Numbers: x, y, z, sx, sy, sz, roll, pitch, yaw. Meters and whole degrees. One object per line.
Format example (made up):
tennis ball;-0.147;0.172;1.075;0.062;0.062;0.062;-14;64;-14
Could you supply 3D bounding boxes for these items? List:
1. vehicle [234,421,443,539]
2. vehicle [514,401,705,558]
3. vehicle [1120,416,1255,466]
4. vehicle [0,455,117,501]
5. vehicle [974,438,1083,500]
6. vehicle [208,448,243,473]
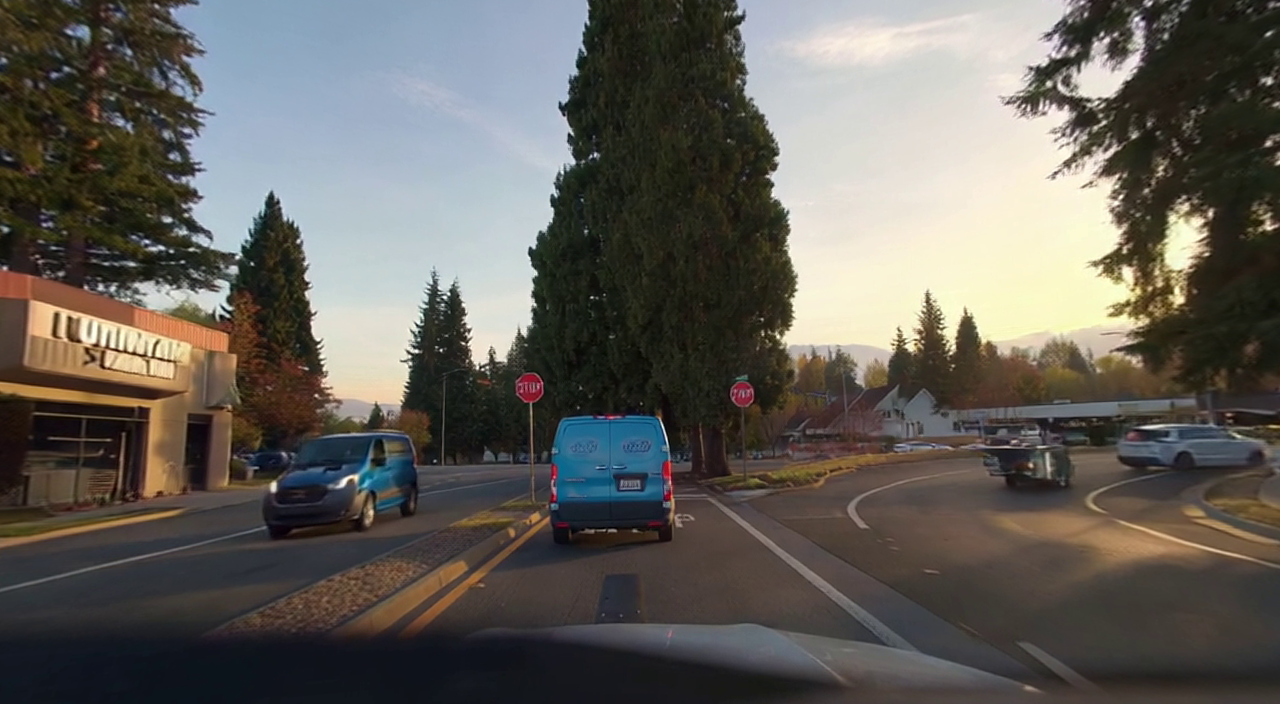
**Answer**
vehicle;-5.176;2.237;11.703;1.985;1.710;4.651;1;-9;-6
vehicle;-0.295;1.846;9.768;2.237;1.828;4.546;0;-9;2
vehicle;23.260;3.790;26.850;4.946;1.973;2.204;4;-9;-23
vehicle;-21.393;4.394;22.363;2.038;1.392;4.362;0;-9;-1
vehicle;11.147;3.240;17.971;2.079;1.504;4.828;-6;-11;36
vehicle;-29.925;7.801;45.700;1.913;1.682;4.120;5;-10;-32
